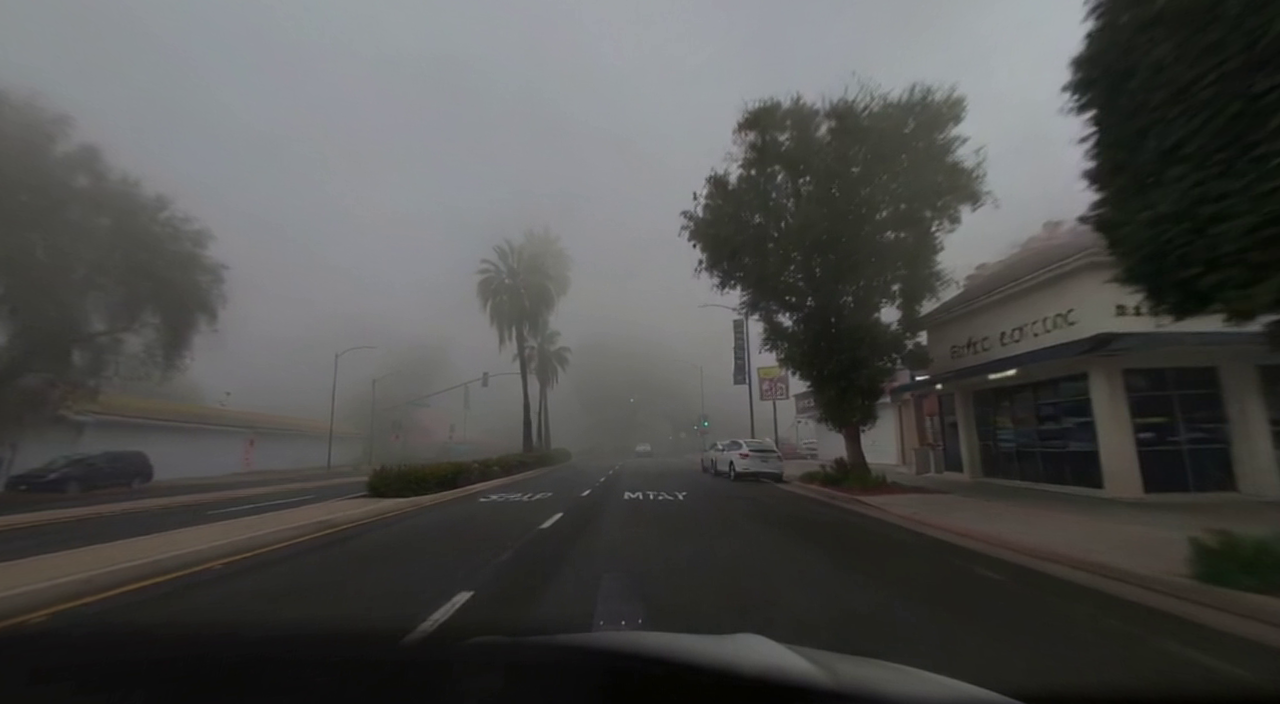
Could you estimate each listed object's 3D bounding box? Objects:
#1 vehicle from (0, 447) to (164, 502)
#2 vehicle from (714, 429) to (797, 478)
[{"bbox_3d":[-20.347,4.438,23.055,2.097,1.772,4.576,-1,-10,-1],"label":"vehicle"},{"bbox_3d":[4.182,3.783,23.595,2.089,1.652,4.668,1,-9,-2],"label":"vehicle"}]
